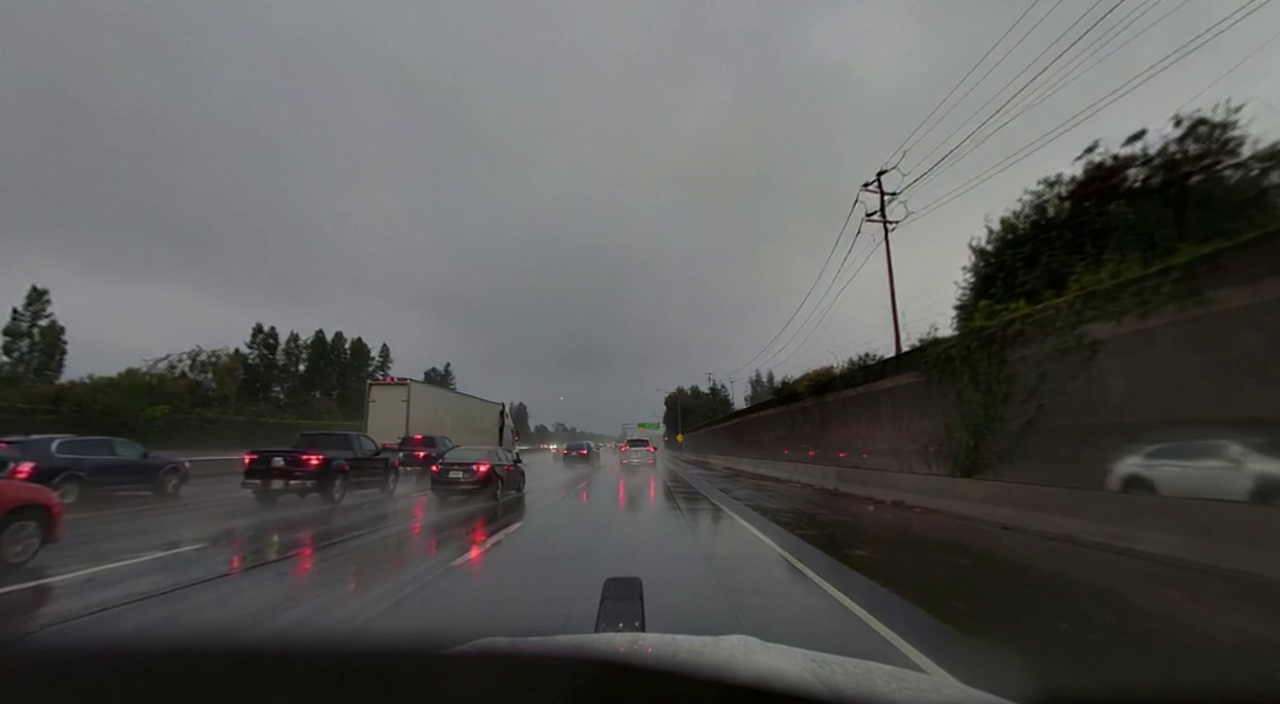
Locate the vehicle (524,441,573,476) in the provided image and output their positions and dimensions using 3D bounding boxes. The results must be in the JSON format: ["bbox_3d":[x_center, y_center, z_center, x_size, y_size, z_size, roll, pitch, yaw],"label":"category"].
[{"bbox_3d":[-4.146,4.869,29.195,1.870,1.485,4.304,0,-9,-3],"label":"vehicle"}]

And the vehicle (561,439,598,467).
[{"bbox_3d":[-3.855,6.513,40.915,1.976,1.705,4.176,0,-9,1],"label":"vehicle"}]

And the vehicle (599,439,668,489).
[{"bbox_3d":[-0.218,3.668,20.996,2.089,1.477,3.818,0,-8,-1],"label":"vehicle"}]

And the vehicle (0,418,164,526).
[{"bbox_3d":[-11.090,2.067,11.093,1.964,1.687,4.485,0,-9,-1],"label":"vehicle"}]

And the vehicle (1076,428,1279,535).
[{"bbox_3d":[10.023,2.081,10.574,1.974,1.495,4.734,0,-9,-1],"label":"vehicle"}]

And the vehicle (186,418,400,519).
[{"bbox_3d":[-6.941,2.377,13.344,2.027,1.762,4.386,0,-9,0],"label":"vehicle"}]

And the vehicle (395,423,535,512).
[{"bbox_3d":[-3.748,2.556,14.400,1.923,1.716,4.289,0,-9,0],"label":"vehicle"}]

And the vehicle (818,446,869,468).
[{"bbox_3d":[14.341,7.397,44.811,1.949,1.472,4.795,0,-9,0],"label":"vehicle"}]
